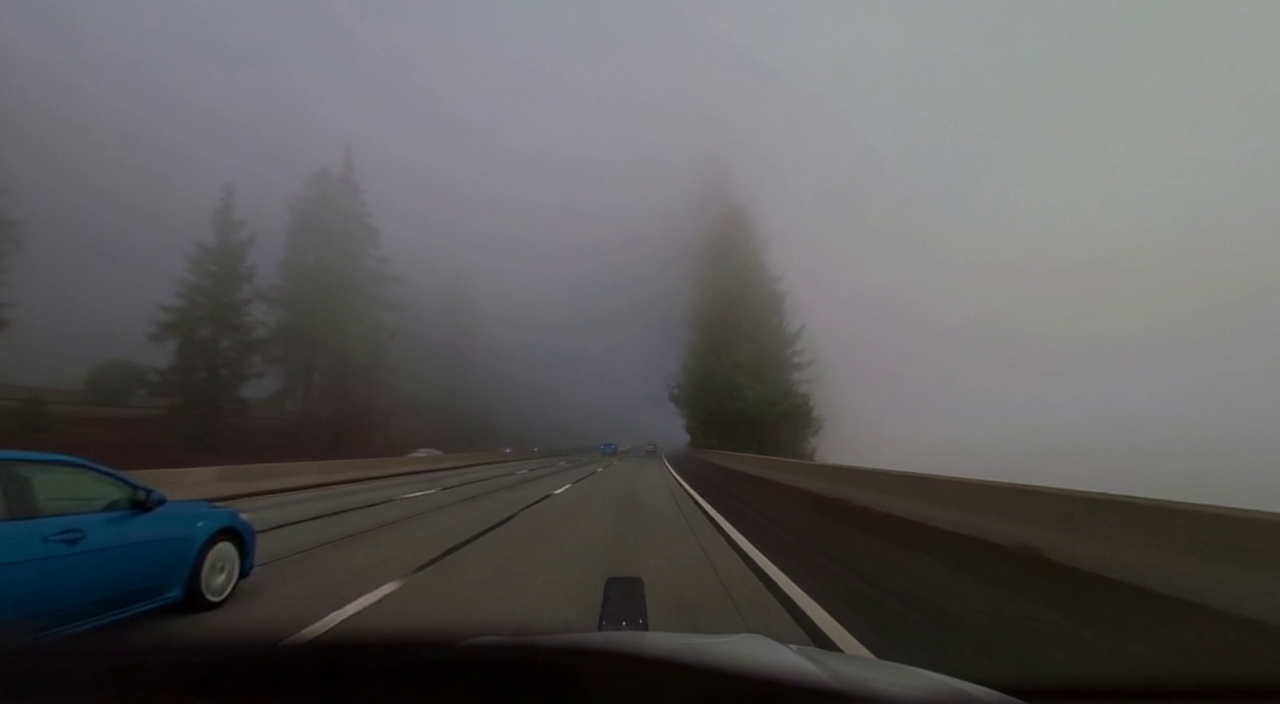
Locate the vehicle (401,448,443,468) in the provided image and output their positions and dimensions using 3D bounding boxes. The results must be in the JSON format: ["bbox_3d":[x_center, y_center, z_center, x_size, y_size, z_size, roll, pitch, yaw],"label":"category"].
[{"bbox_3d":[-15.672,7.654,45.420,1.754,1.352,3.547,0,-8,0],"label":"vehicle"}]

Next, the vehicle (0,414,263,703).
[{"bbox_3d":[-4.190,1.016,2.947,1.996,1.454,4.495,0,-8,1],"label":"vehicle"}]
